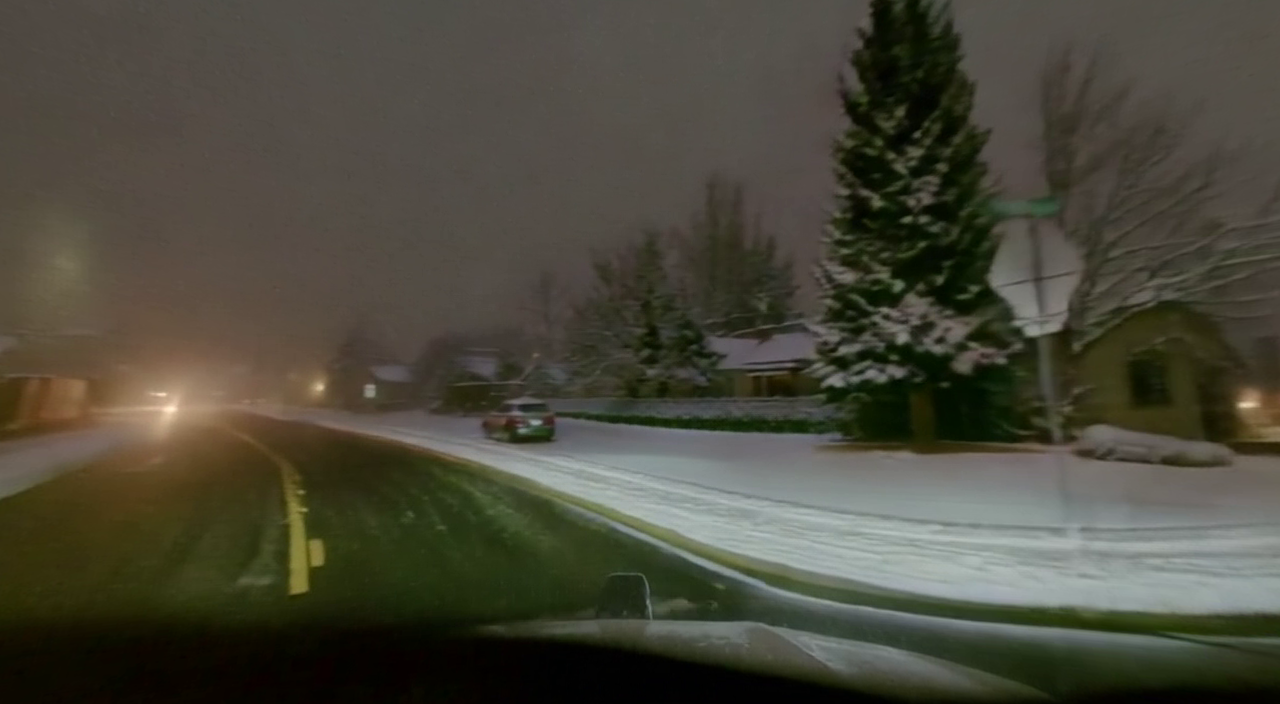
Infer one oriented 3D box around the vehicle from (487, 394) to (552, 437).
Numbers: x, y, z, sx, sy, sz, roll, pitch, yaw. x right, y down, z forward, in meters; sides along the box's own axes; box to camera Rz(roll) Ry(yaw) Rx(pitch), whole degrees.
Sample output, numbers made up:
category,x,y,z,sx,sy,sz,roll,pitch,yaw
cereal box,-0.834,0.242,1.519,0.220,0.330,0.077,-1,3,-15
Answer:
category,x,y,z,sx,sy,sz,roll,pitch,yaw
vehicle,-4.830,2.577,24.833,1.860,1.477,4.629,3,-9,-18
